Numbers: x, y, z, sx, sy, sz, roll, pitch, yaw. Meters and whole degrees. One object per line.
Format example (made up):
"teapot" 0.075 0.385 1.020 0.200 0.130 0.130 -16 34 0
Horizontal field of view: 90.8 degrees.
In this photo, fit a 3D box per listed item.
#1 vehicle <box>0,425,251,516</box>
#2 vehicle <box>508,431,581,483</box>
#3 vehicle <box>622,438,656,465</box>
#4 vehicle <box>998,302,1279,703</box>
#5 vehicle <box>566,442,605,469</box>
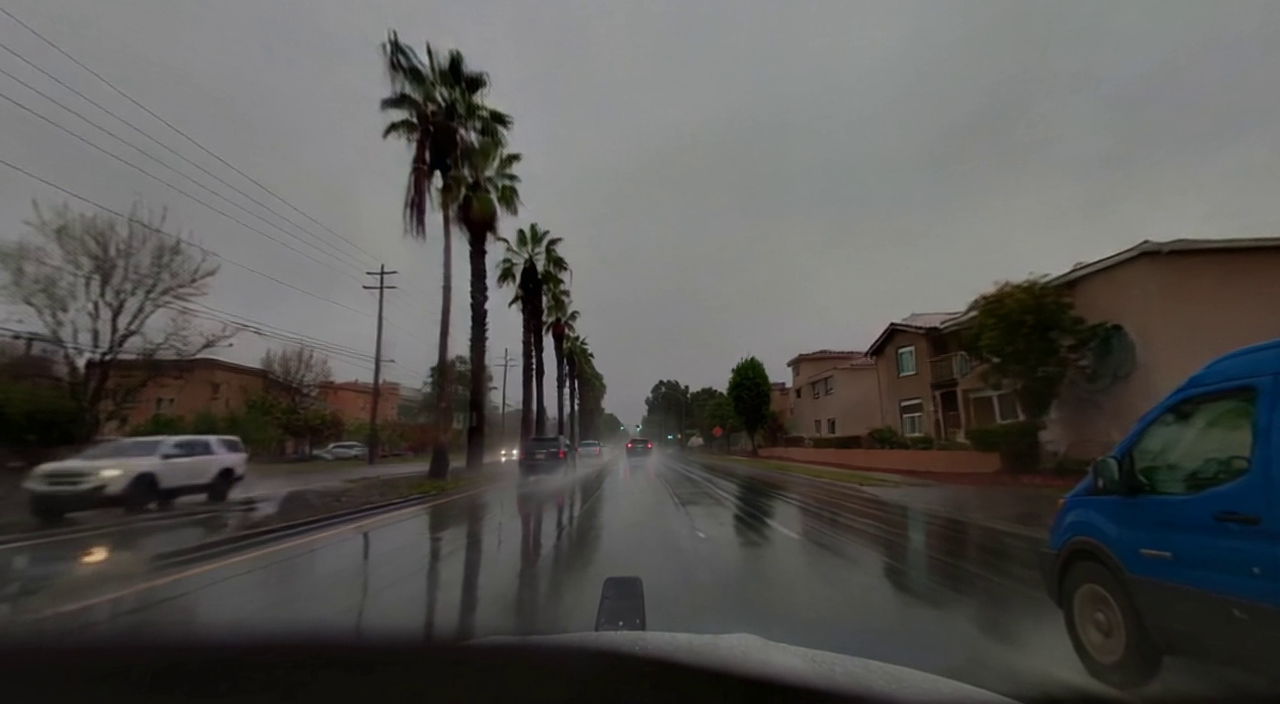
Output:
"vehicle" -11.787 2.682 14.848 2.242 1.770 4.782 0 -9 0
"vehicle" -3.370 3.806 23.080 1.967 1.703 4.157 0 -9 0
"vehicle" -0.119 6.948 44.315 2.191 1.761 3.857 0 -9 -2
"vehicle" 3.744 0.689 2.100 2.234 1.912 4.847 0 -9 0
"vehicle" -2.982 5.771 35.409 1.869 1.454 4.142 0 -9 -1
